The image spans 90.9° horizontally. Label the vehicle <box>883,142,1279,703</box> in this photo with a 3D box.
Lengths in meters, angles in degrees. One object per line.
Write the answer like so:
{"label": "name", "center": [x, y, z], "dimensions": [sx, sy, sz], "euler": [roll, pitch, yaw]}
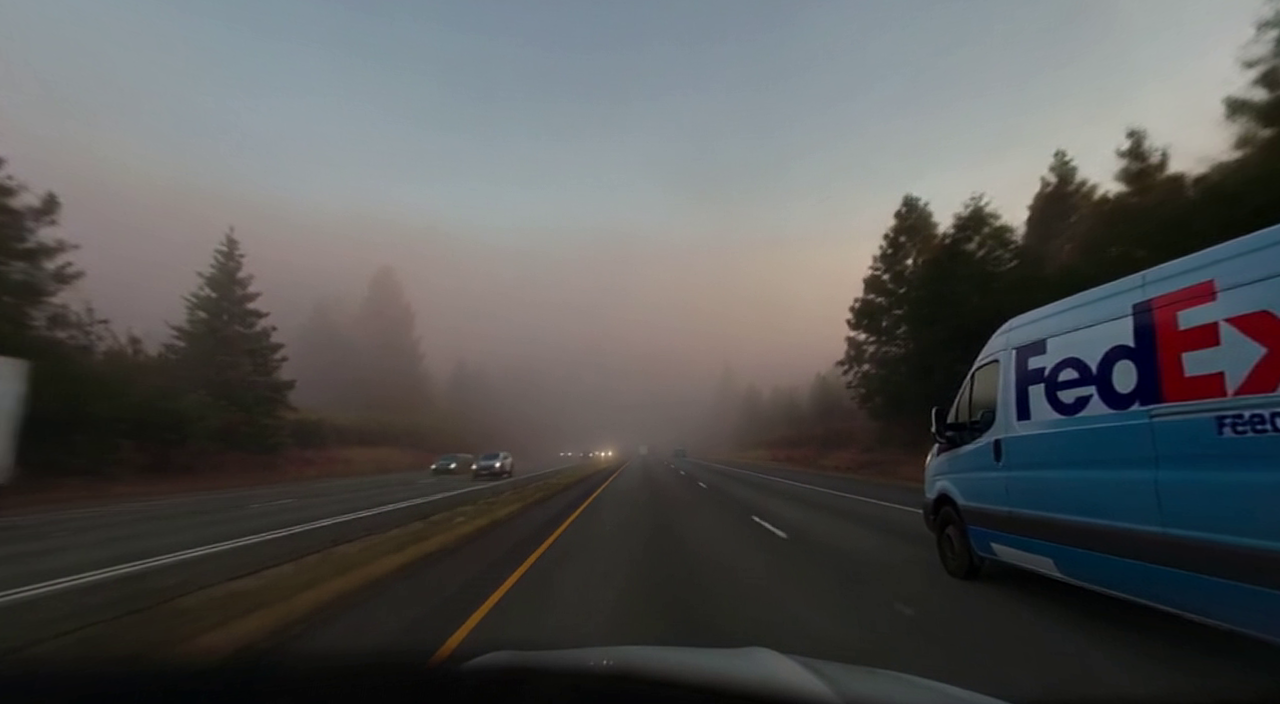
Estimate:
{"label": "vehicle", "center": [3.886, 0.582, 3.565], "dimensions": [2.522, 2.556, 6.180], "euler": [0, -9, 0]}

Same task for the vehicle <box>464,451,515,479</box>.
{"label": "vehicle", "center": [-8.388, 6.324, 35.366], "dimensions": [1.820, 1.445, 3.746], "euler": [-1, -9, 2]}
